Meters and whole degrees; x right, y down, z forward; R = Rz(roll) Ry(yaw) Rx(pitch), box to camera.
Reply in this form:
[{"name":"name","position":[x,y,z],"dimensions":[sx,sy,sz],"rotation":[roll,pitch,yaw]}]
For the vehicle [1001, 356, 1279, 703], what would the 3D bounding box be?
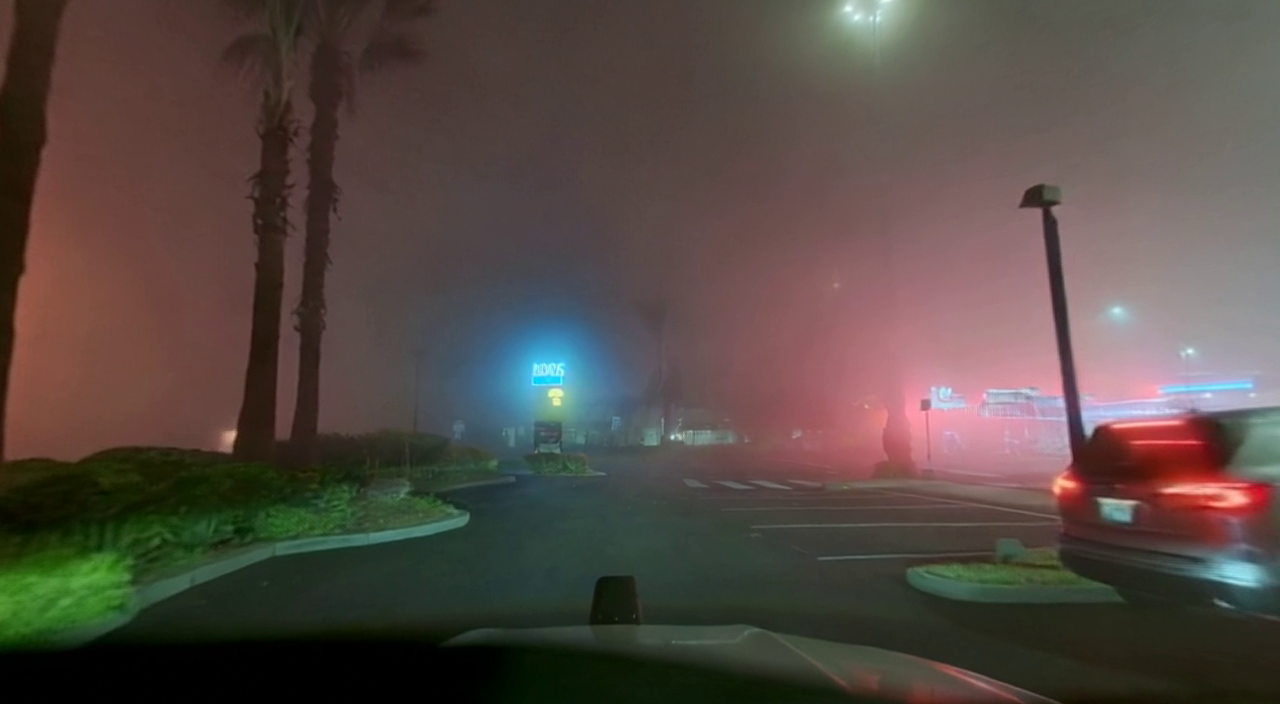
[{"name":"vehicle","position":[5.421,1.105,4.350],"dimensions":[4.560,1.818,2.148],"rotation":[1,-8,-4]}]
